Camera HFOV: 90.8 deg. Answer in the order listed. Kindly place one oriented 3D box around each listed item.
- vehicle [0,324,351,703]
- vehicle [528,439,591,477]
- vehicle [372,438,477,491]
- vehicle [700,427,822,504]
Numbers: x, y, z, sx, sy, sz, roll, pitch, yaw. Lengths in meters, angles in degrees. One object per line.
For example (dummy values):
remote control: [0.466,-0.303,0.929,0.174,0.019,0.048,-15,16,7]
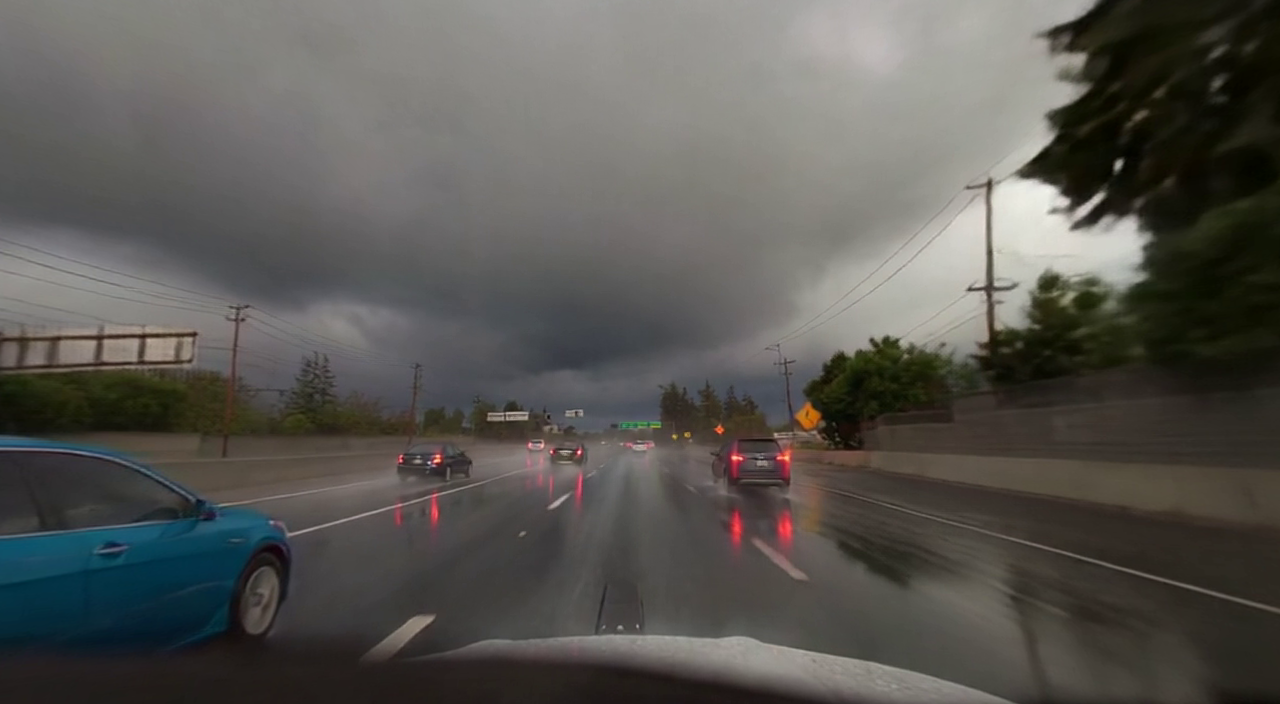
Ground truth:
vehicle: [-3.253,0.836,2.613,2.104,1.707,4.338,0,-8,-1]
vehicle: [-3.378,4.533,27.336,2.066,1.488,4.377,0,-8,1]
vehicle: [-6.684,3.519,20.113,1.903,1.482,4.180,0,-8,0]
vehicle: [2.849,2.799,16.001,2.100,1.659,4.387,0,-8,-1]
